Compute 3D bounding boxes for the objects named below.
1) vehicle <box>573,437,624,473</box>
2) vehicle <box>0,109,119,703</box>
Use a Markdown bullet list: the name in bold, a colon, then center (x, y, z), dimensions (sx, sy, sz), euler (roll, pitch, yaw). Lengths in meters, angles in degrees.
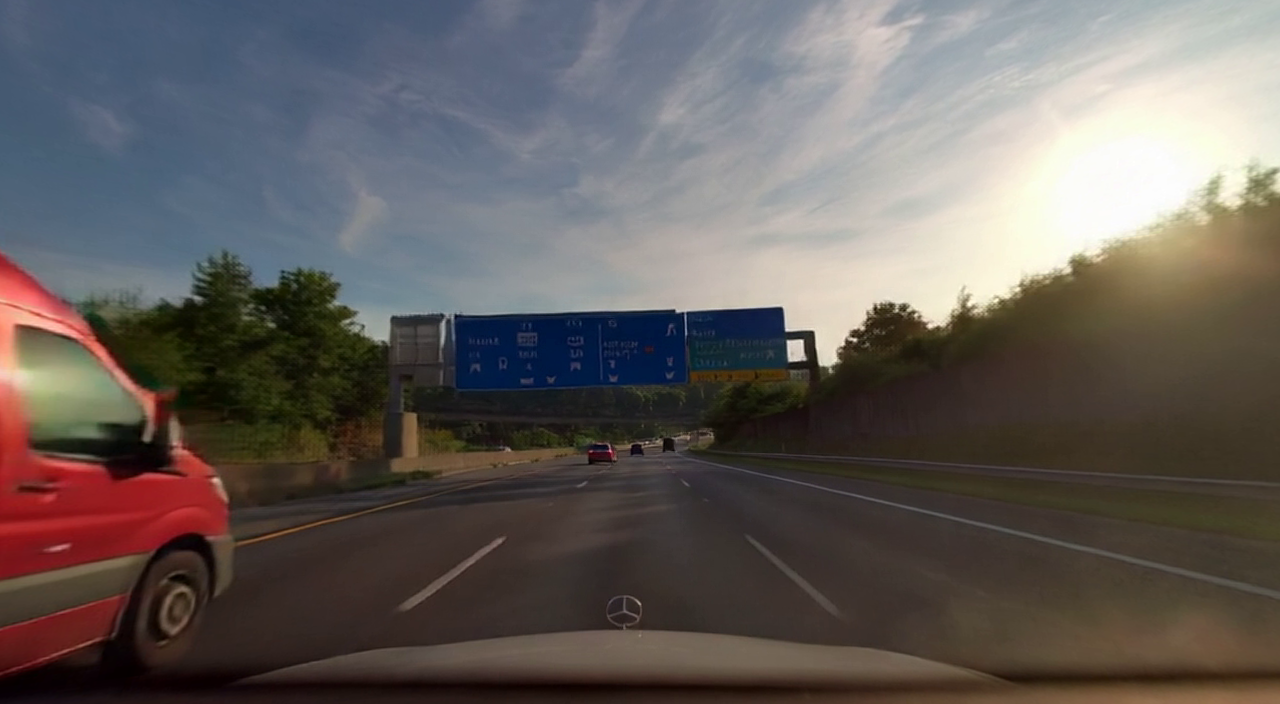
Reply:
- **vehicle**: center (-2.016, 5.196, 31.916), dimensions (2.183, 1.662, 3.968), euler (0, -9, 2)
- **vehicle**: center (-4.021, -0.069, 0.255), dimensions (2.382, 2.736, 5.982), euler (0, -9, 0)
